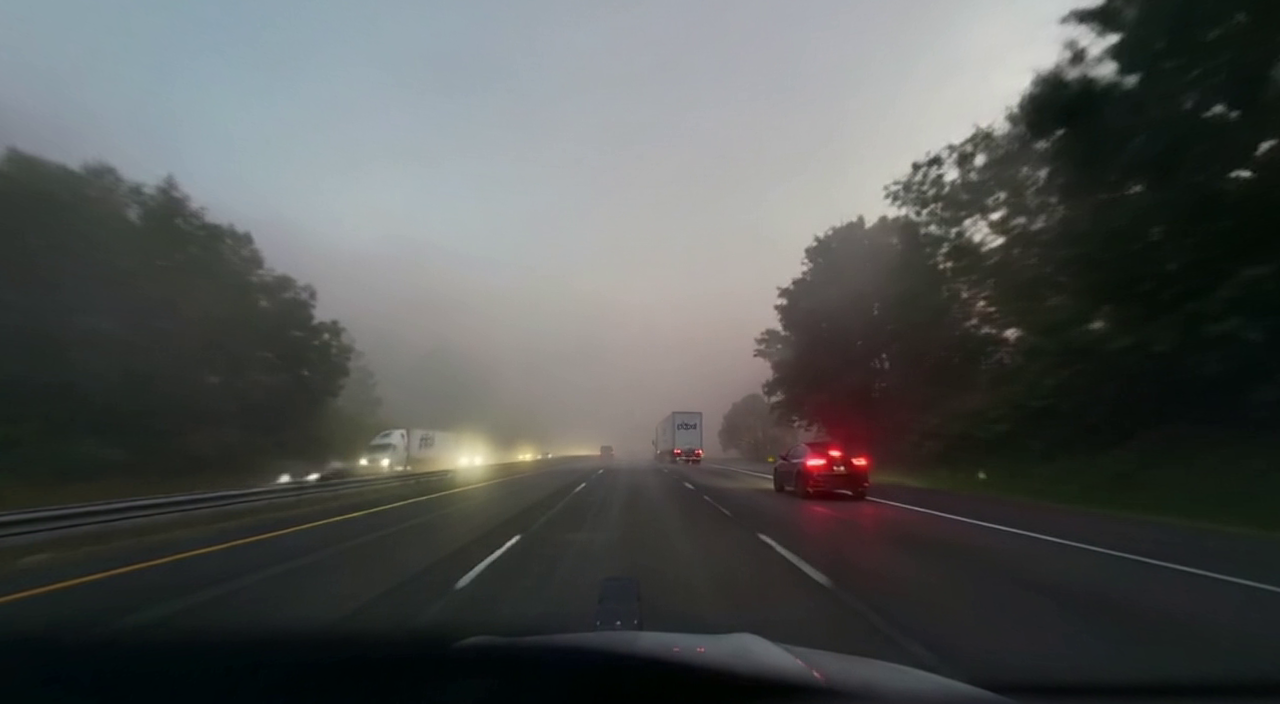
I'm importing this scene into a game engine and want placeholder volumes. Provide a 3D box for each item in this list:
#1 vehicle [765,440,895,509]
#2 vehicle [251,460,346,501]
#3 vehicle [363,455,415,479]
[{"bbox_3d":[4.510,2.952,15.574,1.910,1.474,3.776,0,-9,-2],"label":"vehicle"},{"bbox_3d":[-13.300,4.994,24.713,1.744,1.368,3.580,0,-9,-1],"label":"vehicle"},{"bbox_3d":[-17.036,7.796,42.910,1.841,1.468,4.174,0,-9,0],"label":"vehicle"}]
